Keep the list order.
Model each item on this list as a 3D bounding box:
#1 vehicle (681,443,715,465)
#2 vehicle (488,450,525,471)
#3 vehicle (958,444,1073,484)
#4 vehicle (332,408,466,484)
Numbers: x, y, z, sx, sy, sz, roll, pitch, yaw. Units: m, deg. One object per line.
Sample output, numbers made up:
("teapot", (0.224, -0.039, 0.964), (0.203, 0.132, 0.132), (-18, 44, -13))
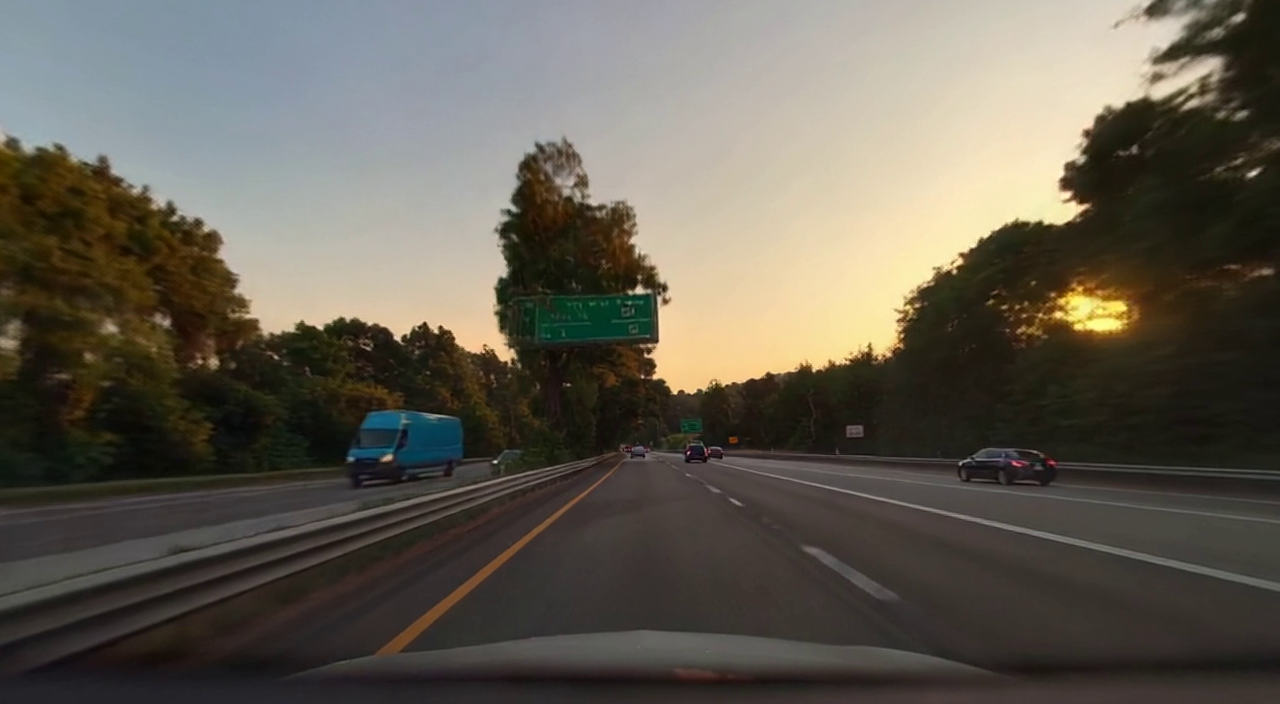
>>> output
("vehicle", (4.380, 7.759, 47.898), (2.058, 1.605, 4.116), (0, -9, -2))
("vehicle", (-9.660, 7.881, 45.759), (1.840, 1.440, 3.882), (0, -9, -1))
("vehicle", (14.374, 4.295, 24.389), (1.926, 1.386, 3.719), (1, -9, -5))
("vehicle", (-13.583, 5.615, 37.416), (2.869, 3.713, 13.278), (0, -9, 0))
